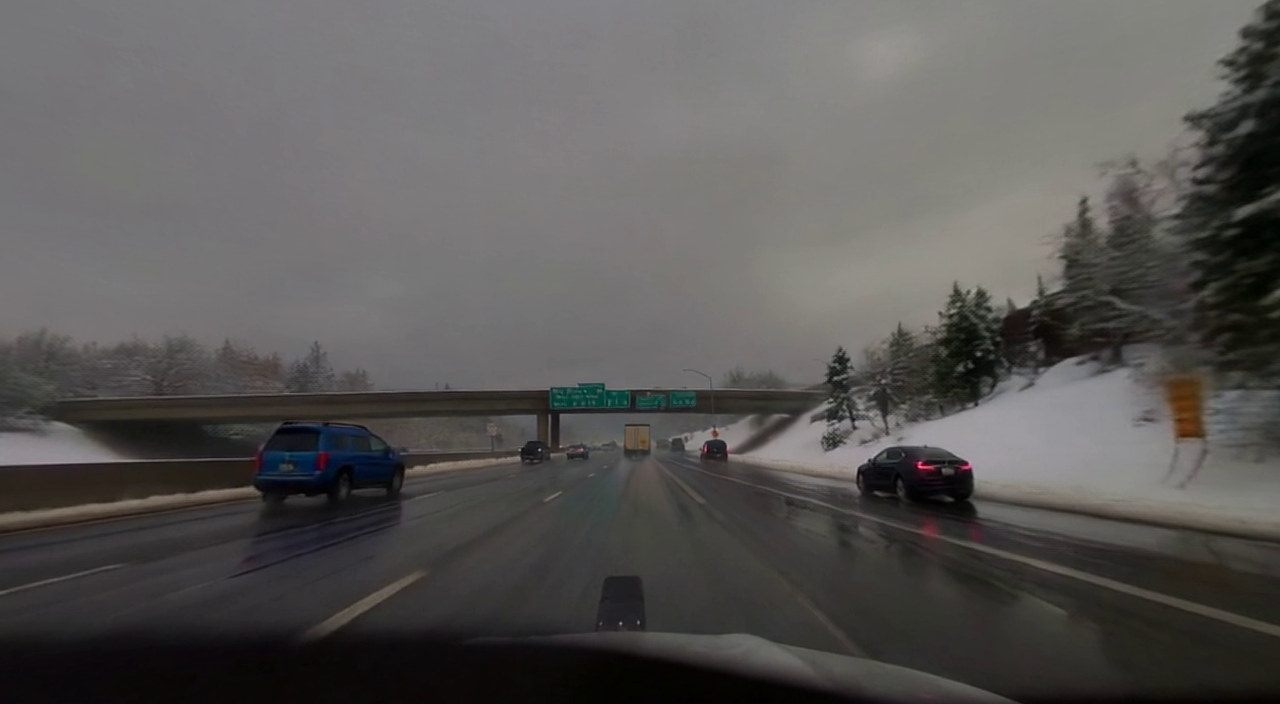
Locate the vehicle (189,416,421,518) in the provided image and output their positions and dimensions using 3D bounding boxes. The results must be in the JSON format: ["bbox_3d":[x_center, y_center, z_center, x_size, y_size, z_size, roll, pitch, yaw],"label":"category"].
[{"bbox_3d":[-6.673,2.365,13.422,2.179,1.753,4.999,0,-9,0],"label":"vehicle"}]

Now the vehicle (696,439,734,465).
[{"bbox_3d":[5.858,7.903,49.910,2.220,1.898,4.752,1,-9,-3],"label":"vehicle"}]

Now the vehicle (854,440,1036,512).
[{"bbox_3d":[7.300,2.992,15.763,2.075,1.510,4.569,1,-9,-3],"label":"vehicle"}]
